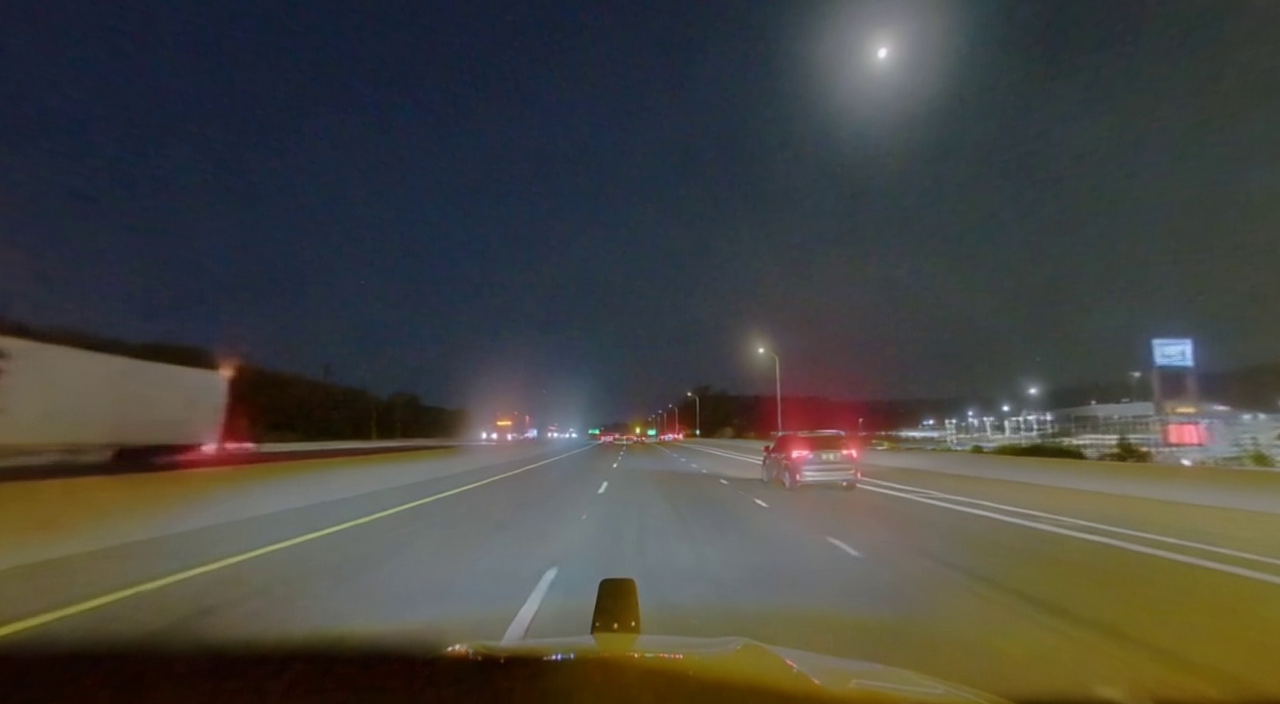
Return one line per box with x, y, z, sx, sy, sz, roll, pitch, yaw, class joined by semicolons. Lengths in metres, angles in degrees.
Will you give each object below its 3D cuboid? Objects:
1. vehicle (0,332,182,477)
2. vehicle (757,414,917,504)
-18.680;1.326;16.283;2.981;3.857;14.529;0;-8;-1;vehicle
4.000;2.244;13.656;2.022;1.637;4.229;0;-8;-1;vehicle
